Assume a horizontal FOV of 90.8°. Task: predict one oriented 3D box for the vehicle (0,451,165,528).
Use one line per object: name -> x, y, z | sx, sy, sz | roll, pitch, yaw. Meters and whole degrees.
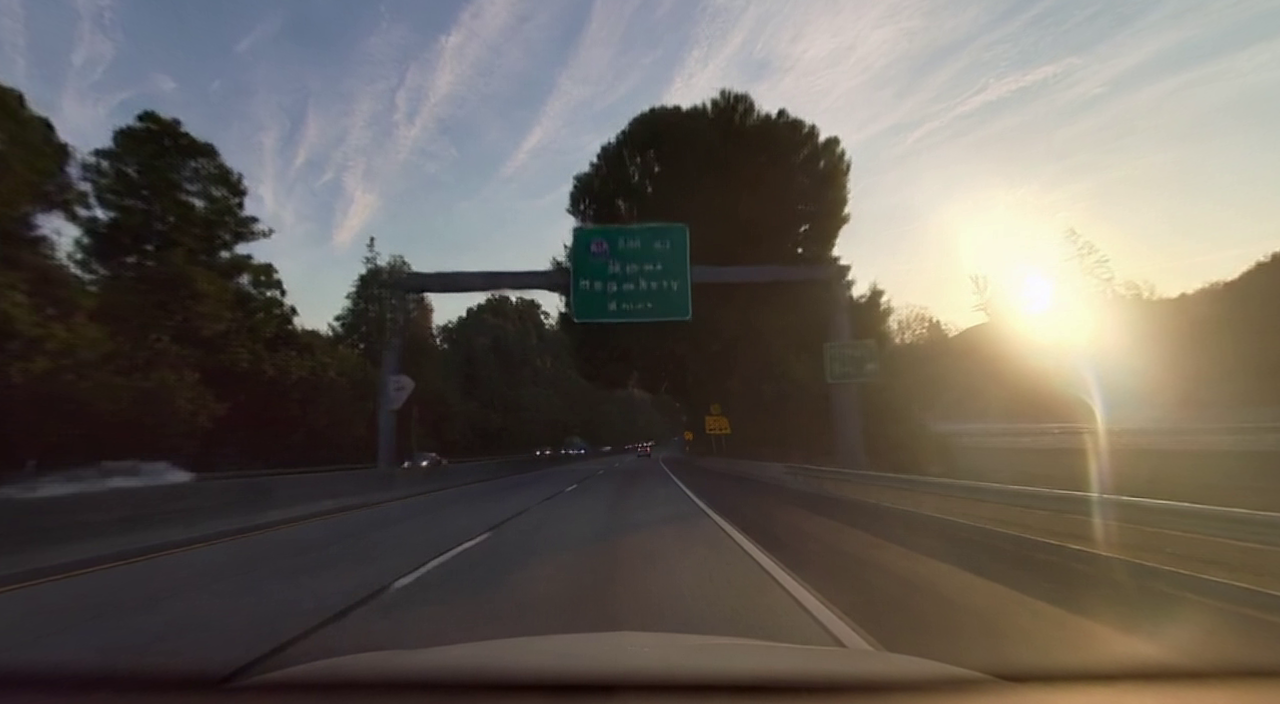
vehicle -> -13.180, 2.946, 14.034 | 1.853, 1.448, 4.331 | 0, -9, 0
